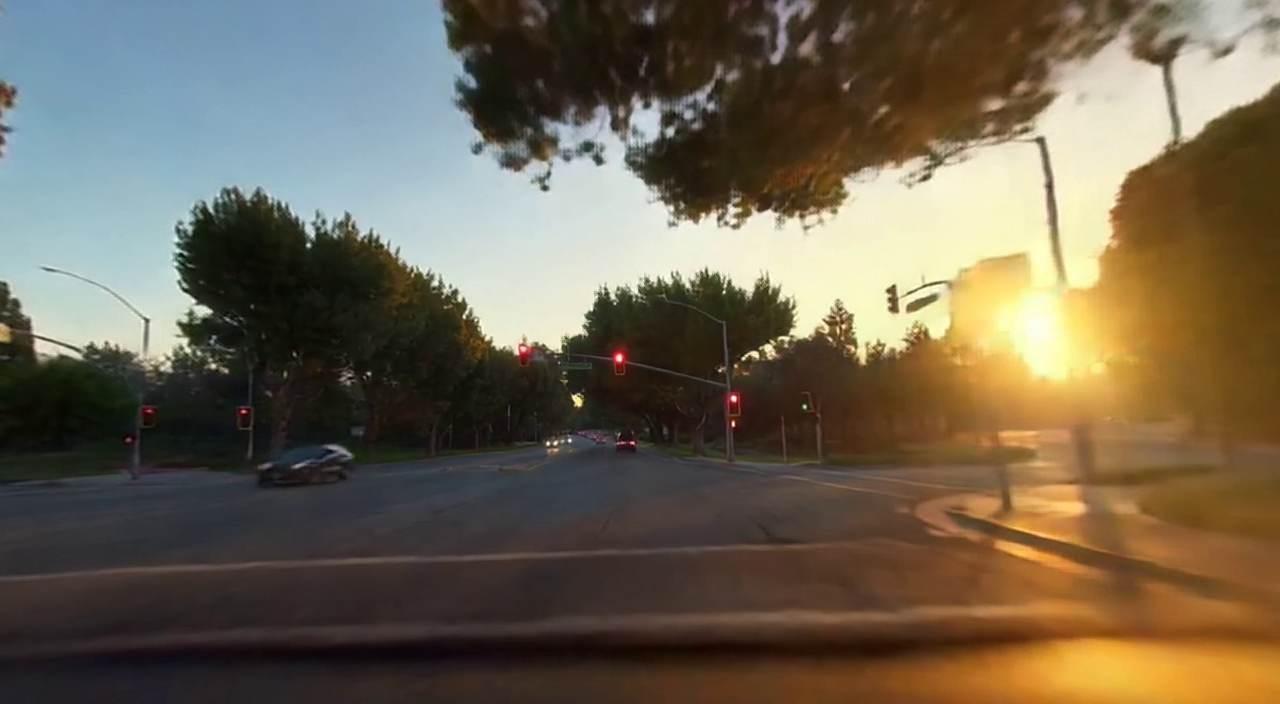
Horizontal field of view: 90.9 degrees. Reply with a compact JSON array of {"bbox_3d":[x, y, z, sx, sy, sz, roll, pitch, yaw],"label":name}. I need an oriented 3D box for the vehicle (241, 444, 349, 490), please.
[{"bbox_3d":[-12.955,4.305,24.006,1.877,1.600,3.952,0,-8,0],"label":"vehicle"}]
